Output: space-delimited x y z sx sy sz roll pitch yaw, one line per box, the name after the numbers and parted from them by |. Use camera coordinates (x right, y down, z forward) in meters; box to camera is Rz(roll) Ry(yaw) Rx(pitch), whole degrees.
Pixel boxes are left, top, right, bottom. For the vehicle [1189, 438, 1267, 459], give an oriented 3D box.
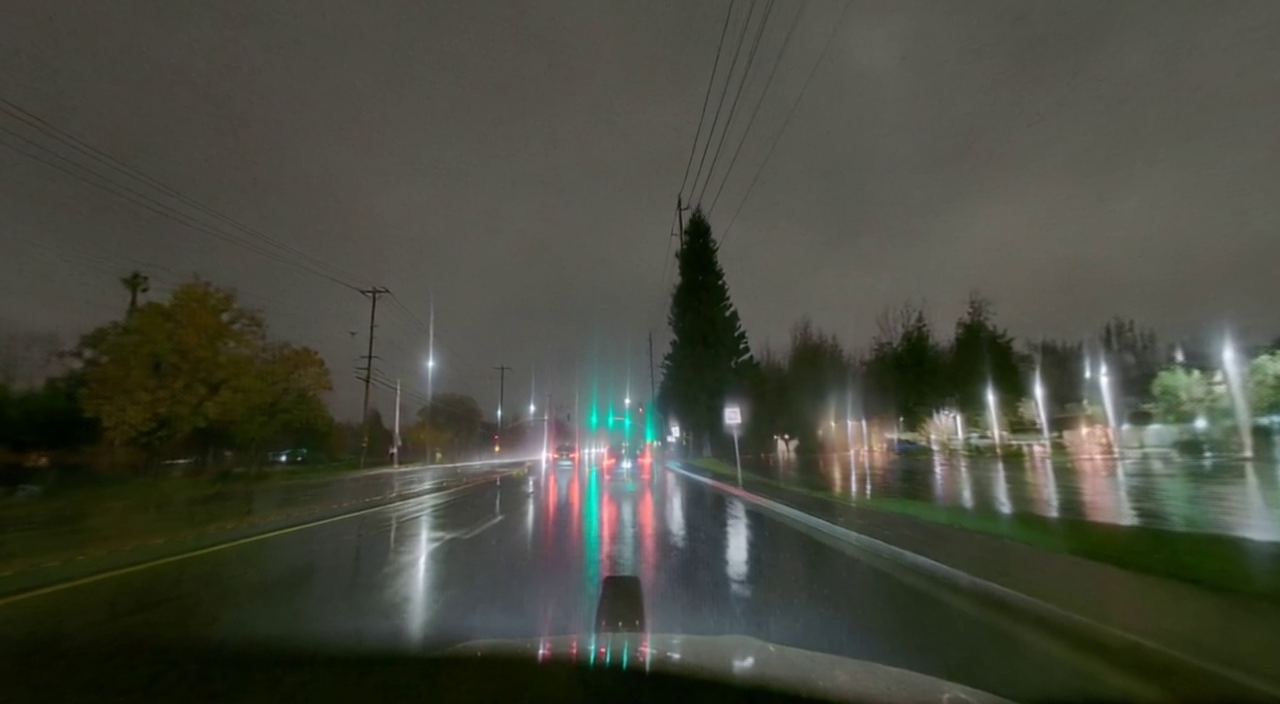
44.523 7.318 47.770 1.746 1.442 4.132 -3 -8 -2 | vehicle

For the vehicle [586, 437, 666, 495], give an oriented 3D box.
-0.488 3.567 20.126 2.235 1.597 4.918 0 -9 -2 | vehicle

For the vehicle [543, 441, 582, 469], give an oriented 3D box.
-5.140 6.912 42.440 2.189 1.776 4.342 0 -9 -2 | vehicle
